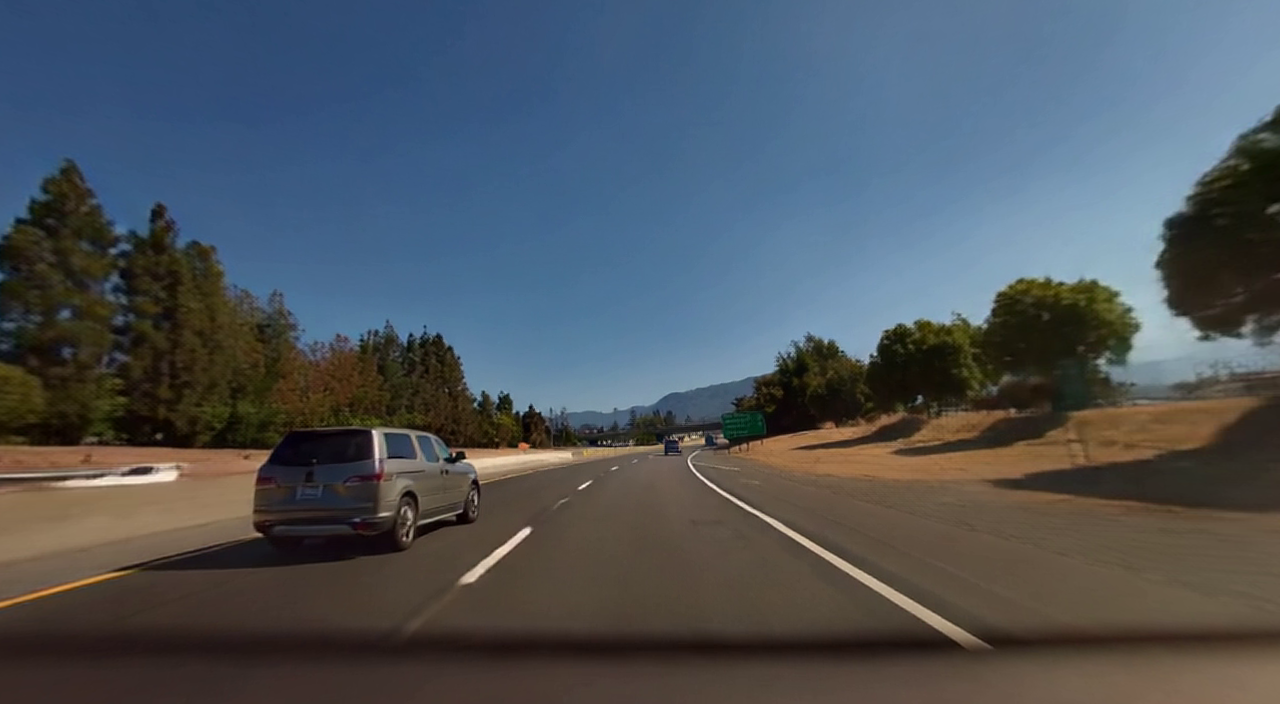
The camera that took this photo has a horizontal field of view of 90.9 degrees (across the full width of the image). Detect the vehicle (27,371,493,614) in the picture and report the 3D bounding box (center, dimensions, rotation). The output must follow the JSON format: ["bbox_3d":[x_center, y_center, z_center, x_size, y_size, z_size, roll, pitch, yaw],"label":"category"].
[{"bbox_3d":[-3.613,1.516,7.842,2.143,1.851,5.817,-1,-9,0],"label":"vehicle"}]
